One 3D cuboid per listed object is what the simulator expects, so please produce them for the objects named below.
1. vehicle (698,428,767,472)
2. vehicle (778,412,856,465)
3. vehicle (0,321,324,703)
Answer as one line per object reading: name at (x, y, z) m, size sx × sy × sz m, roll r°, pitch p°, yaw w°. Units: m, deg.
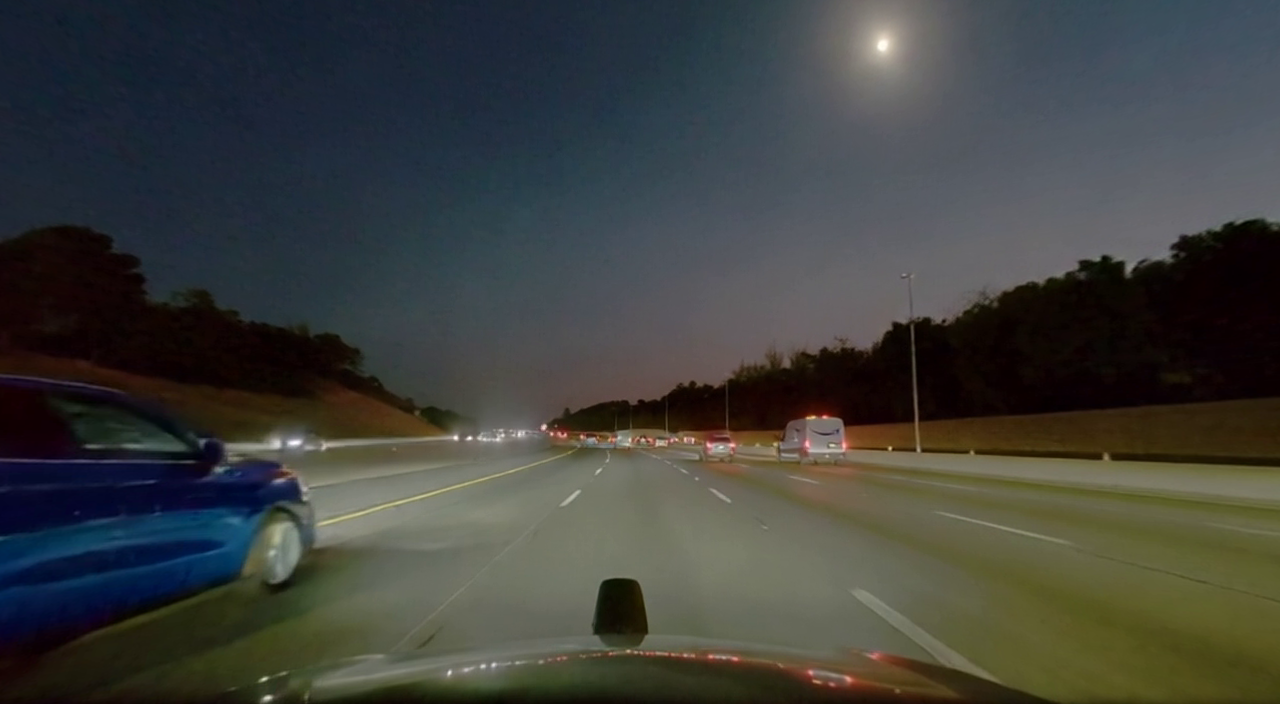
vehicle at (3.847, 4.167, 26.977) m, size 2.141 × 1.732 × 4.279 m, roll 0°, pitch -8°, yaw -2°
vehicle at (10.162, 5.077, 36.947) m, size 2.274 × 2.802 × 6.802 m, roll 0°, pitch -8°, yaw -3°
vehicle at (-4.273, 0.805, 3.055) m, size 2.331 × 1.884 × 5.787 m, roll -1°, pitch -8°, yaw 2°
